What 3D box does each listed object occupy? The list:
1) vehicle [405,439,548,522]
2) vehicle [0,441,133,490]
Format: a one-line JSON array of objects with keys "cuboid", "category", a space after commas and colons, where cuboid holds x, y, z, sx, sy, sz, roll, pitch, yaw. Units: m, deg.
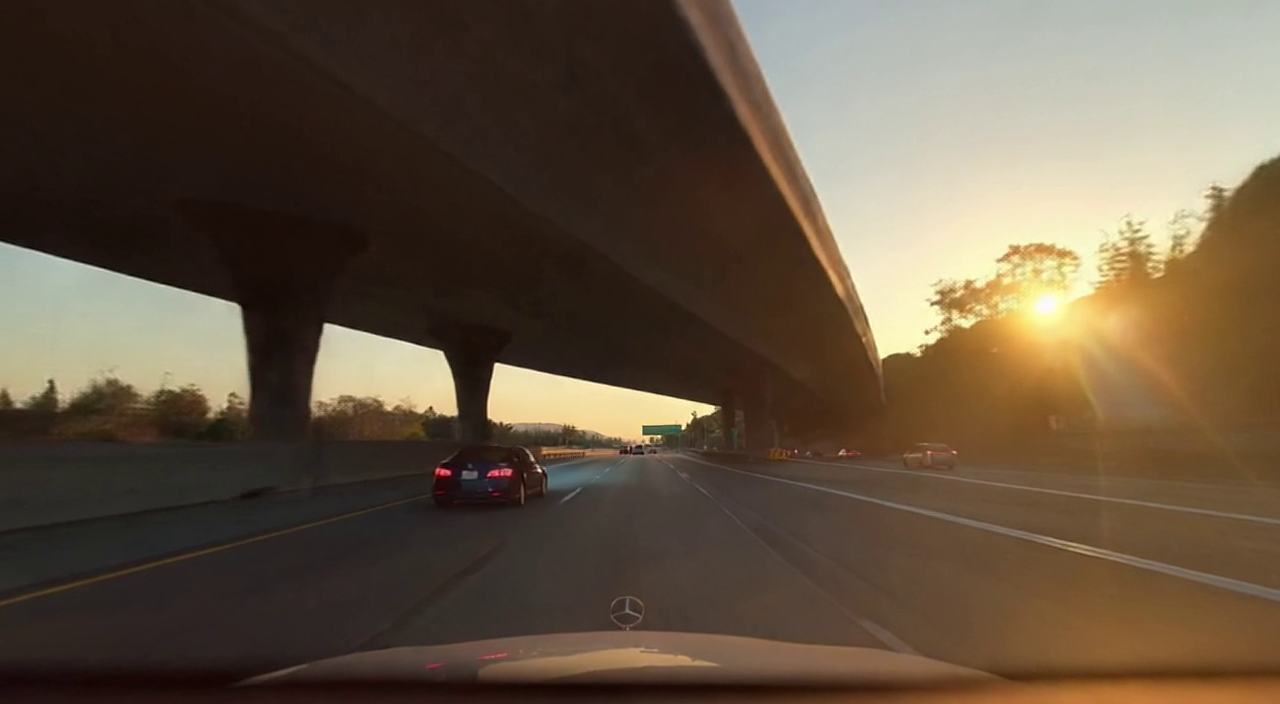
[{"cuboid": [-3.302, 2.655, 13.608, 1.968, 1.504, 3.892, 0, -8, 1], "category": "vehicle"}, {"cuboid": [-22.180, 4.195, 23.776, 1.934, 1.602, 4.970, 0, -8, 0], "category": "vehicle"}]
